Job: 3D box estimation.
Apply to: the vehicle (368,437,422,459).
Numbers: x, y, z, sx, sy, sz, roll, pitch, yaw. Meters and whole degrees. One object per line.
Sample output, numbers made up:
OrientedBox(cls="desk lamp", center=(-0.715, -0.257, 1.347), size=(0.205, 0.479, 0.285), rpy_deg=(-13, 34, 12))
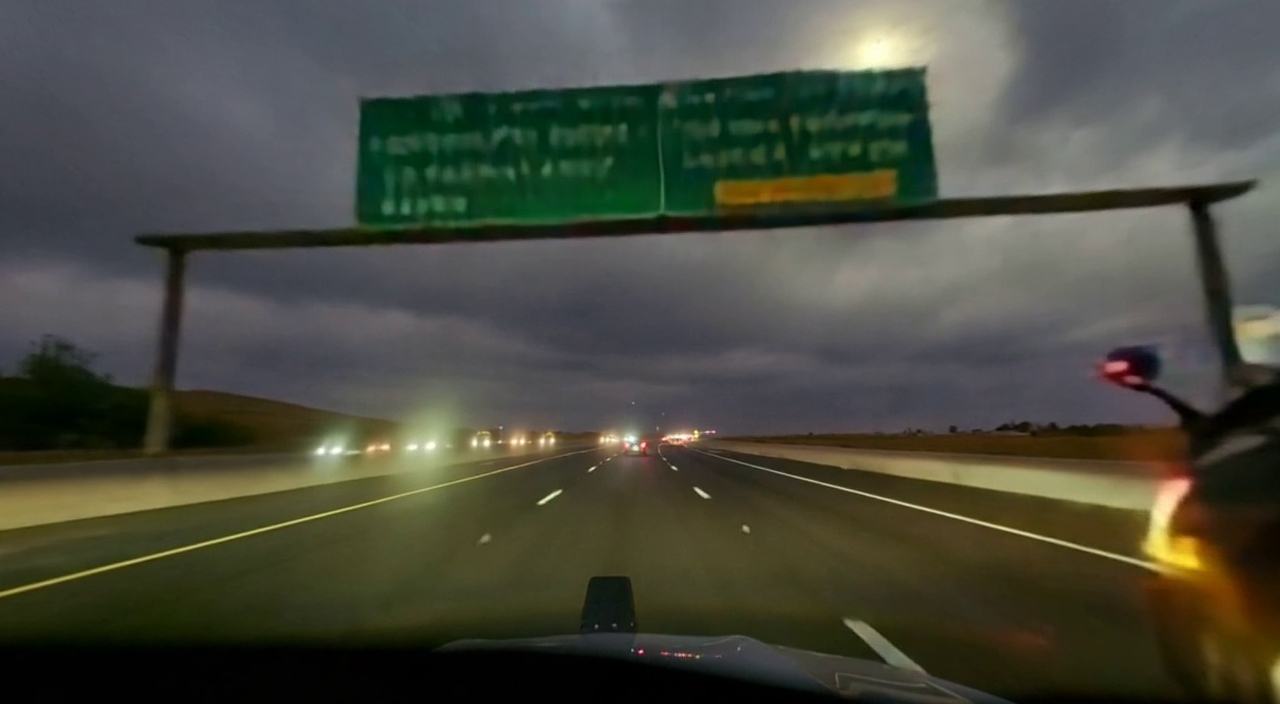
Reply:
OrientedBox(cls="vehicle", center=(-18.320, 7.183, 47.334), size=(2.050, 1.481, 4.906), rpy_deg=(0, -8, 1))

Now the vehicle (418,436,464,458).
OrientedBox(cls="vehicle", center=(-14.154, 6.754, 44.955), size=(1.976, 1.489, 3.932), rpy_deg=(0, -8, 1))

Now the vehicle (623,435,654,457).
OrientedBox(cls="vehicle", center=(-0.129, 6.717, 45.270), size=(2.140, 1.475, 3.969), rpy_deg=(0, -8, 0))
